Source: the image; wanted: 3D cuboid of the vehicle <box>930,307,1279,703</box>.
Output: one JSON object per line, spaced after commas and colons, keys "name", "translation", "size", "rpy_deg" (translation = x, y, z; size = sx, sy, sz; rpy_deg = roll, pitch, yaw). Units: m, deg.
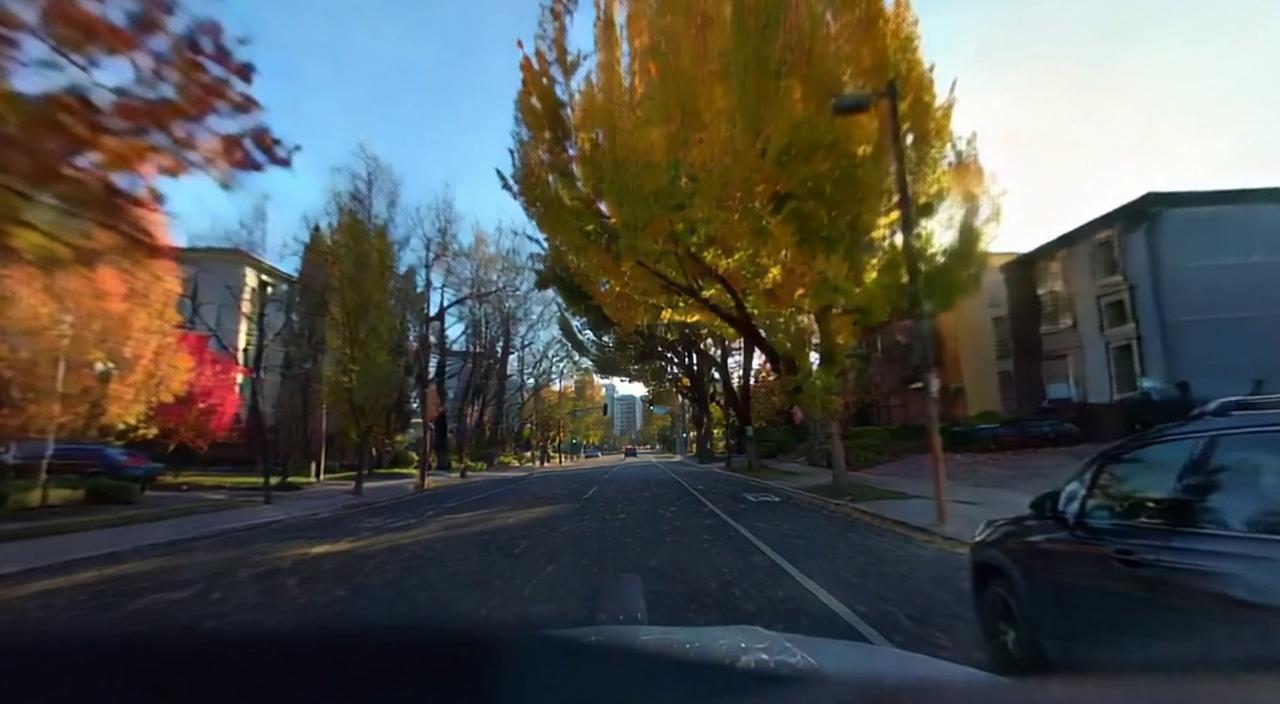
{"name": "vehicle", "translation": [3.052, 0.729, 1.673], "size": [2.224, 1.791, 4.834], "rpy_deg": [0, -9, 0]}
